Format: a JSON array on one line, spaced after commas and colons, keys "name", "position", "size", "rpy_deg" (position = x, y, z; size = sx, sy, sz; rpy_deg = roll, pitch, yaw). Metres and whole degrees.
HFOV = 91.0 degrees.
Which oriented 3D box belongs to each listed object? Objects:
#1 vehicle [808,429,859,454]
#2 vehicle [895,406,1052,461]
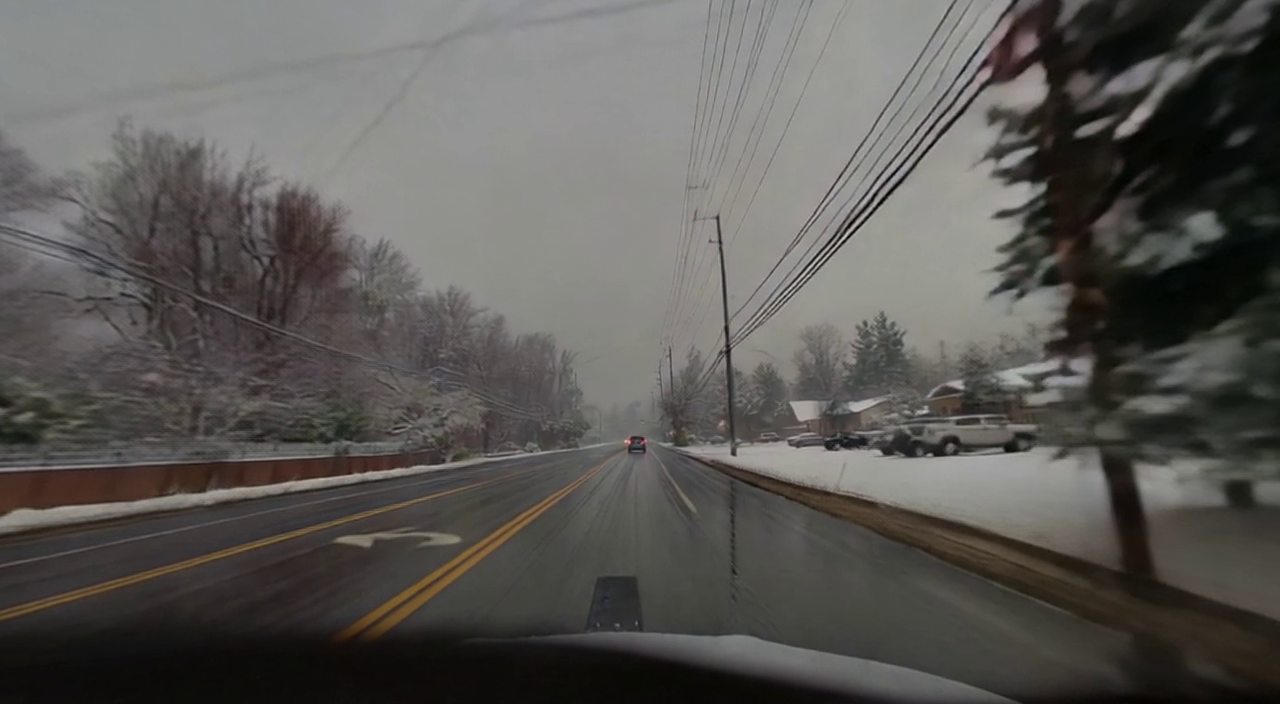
[{"name": "vehicle", "position": [12.176, 5.685, 39.964], "size": [1.846, 1.523, 4.492], "rpy_deg": [0, -8, 1]}, {"name": "vehicle", "position": [12.971, 3.218, 24.749], "size": [4.905, 2.056, 2.058], "rpy_deg": [0, -8, 0]}]
